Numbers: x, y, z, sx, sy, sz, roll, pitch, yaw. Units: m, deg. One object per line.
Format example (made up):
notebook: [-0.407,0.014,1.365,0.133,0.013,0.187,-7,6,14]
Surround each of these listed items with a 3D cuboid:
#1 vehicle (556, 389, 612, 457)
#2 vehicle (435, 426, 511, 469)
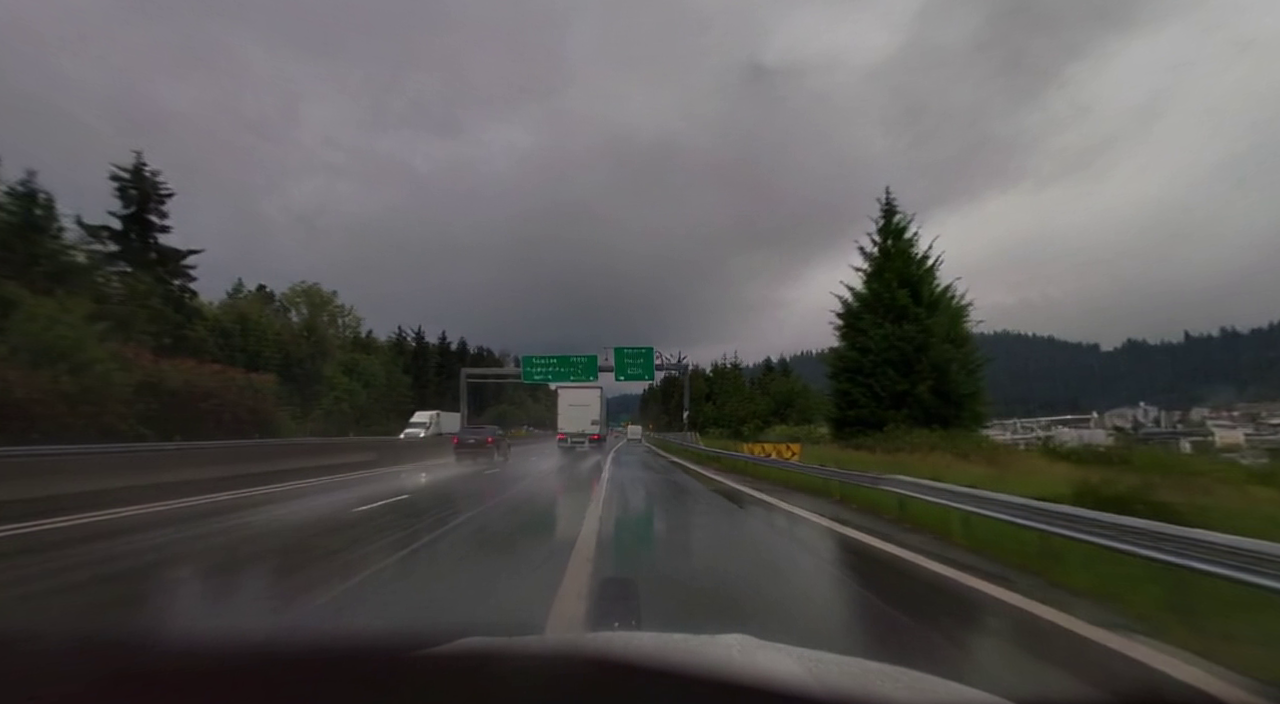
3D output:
vehicle: [-3.272,4.481,39.059,2.855,3.741,8.587,0,-7,-2]
vehicle: [-6.826,3.932,26.193,2.068,1.647,4.321,0,-8,-2]
